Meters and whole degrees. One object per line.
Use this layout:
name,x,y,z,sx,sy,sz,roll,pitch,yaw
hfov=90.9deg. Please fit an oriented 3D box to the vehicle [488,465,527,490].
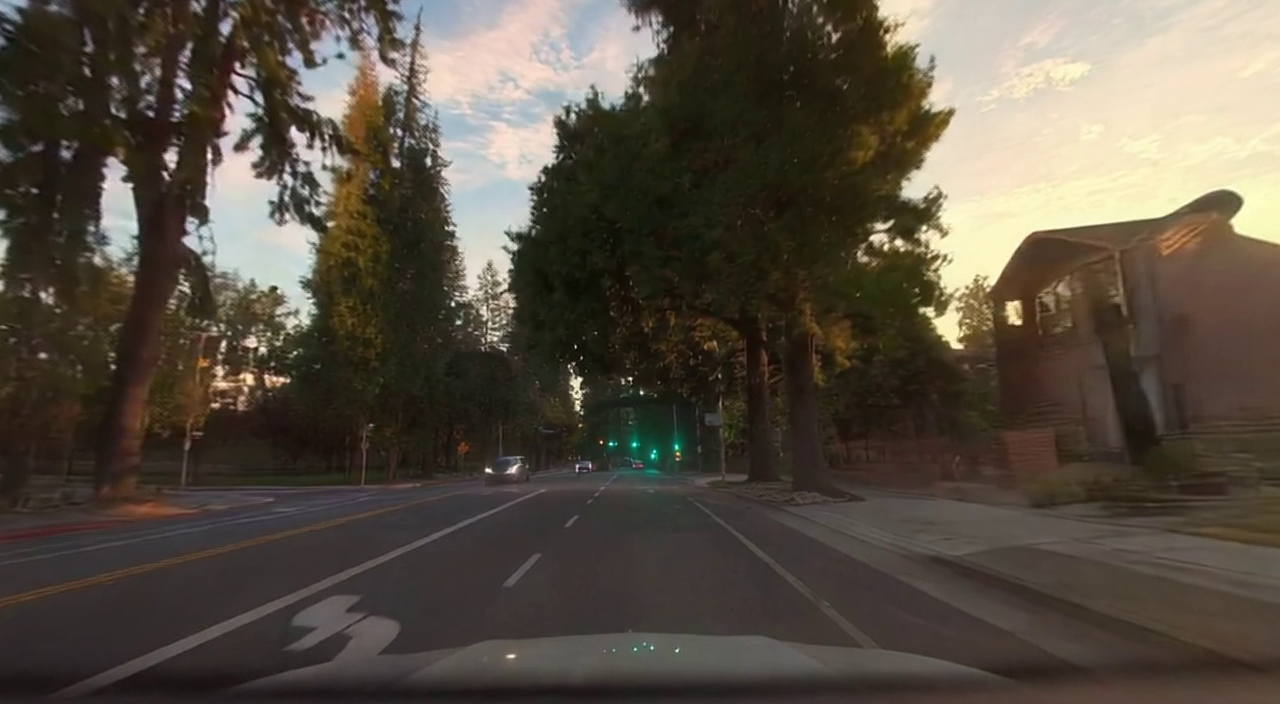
vehicle,-9.598,9.118,46.010,1.977,1.633,4.528,0,-8,-1
